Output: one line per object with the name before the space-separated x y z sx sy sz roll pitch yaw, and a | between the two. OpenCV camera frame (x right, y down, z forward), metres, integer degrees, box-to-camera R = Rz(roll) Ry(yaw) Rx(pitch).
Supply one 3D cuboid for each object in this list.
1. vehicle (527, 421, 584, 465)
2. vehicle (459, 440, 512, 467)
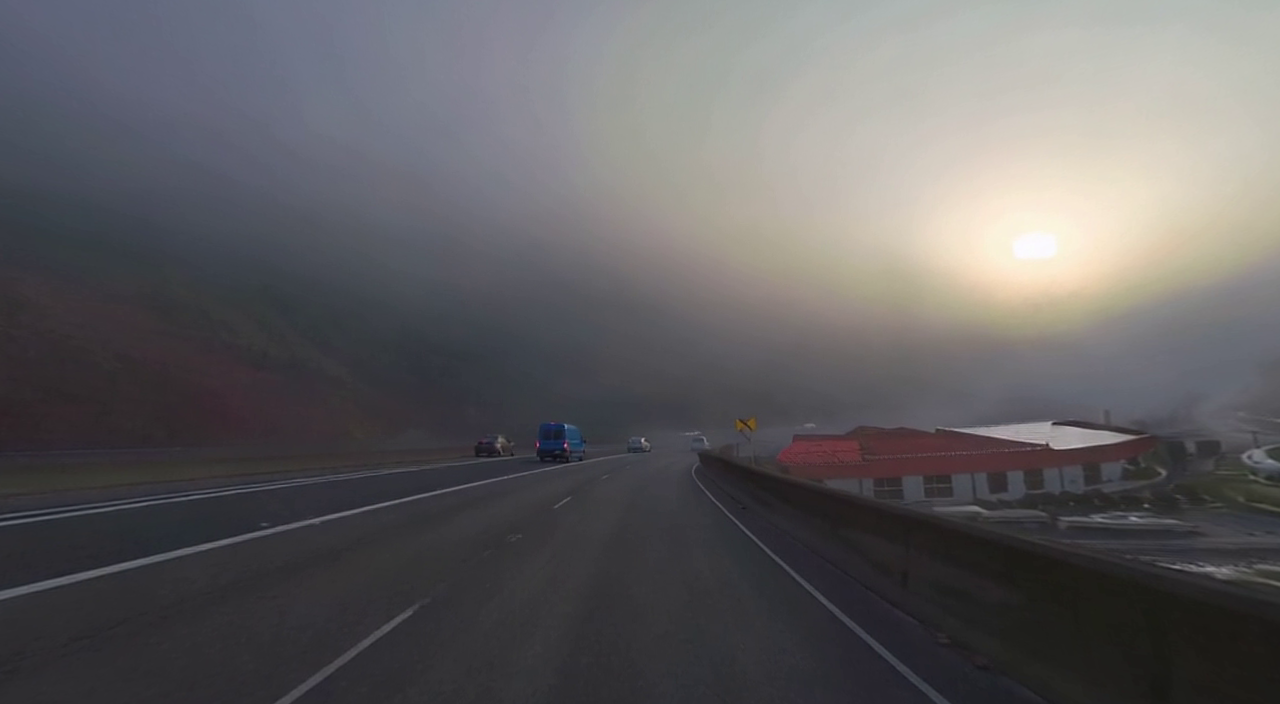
vehicle | -5.527 6.119 42.278 2.314 2.703 6.441 -1 -9 5
vehicle | -9.250 6.120 38.171 1.821 1.524 4.342 -1 -9 4
